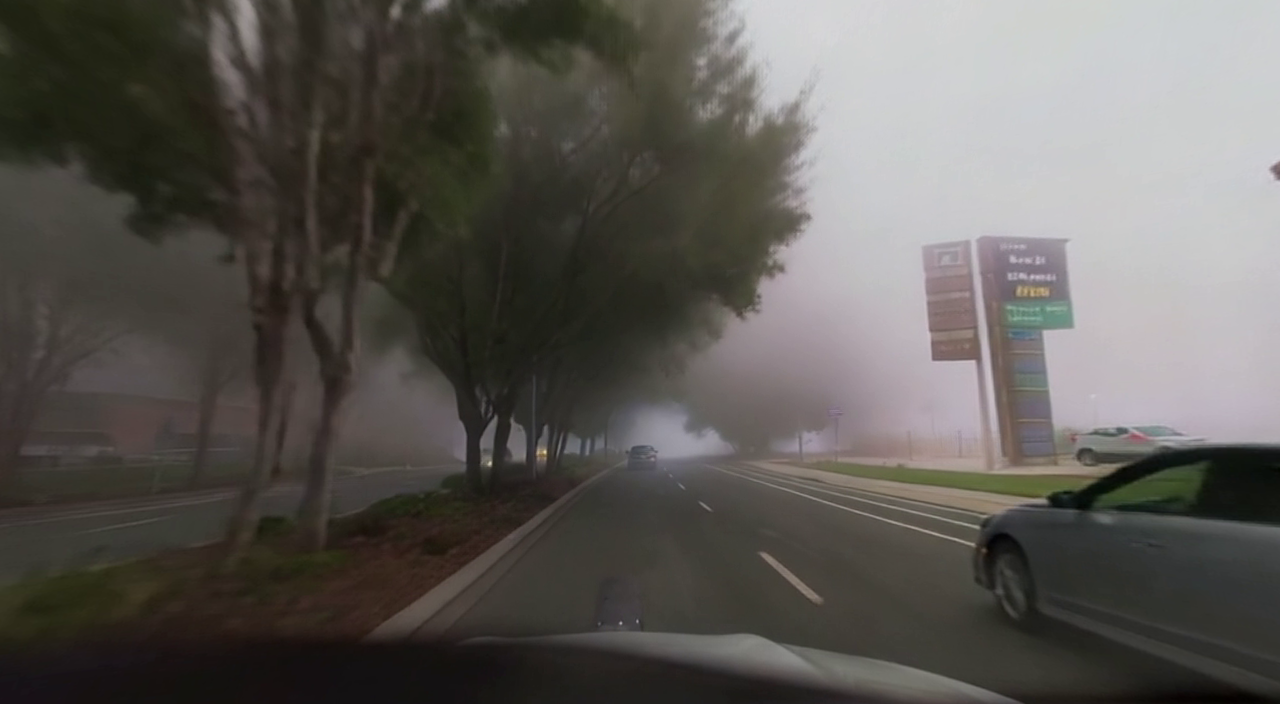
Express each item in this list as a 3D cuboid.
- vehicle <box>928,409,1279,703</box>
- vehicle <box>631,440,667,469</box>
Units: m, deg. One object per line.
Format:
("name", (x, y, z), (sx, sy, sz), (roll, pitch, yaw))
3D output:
("vehicle", (3.677, 1.091, 3.231), (2.132, 1.497, 4.827), (0, -9, 0))
("vehicle", (0.613, 6.435, 39.723), (2.123, 1.703, 4.292), (0, -9, 3))
